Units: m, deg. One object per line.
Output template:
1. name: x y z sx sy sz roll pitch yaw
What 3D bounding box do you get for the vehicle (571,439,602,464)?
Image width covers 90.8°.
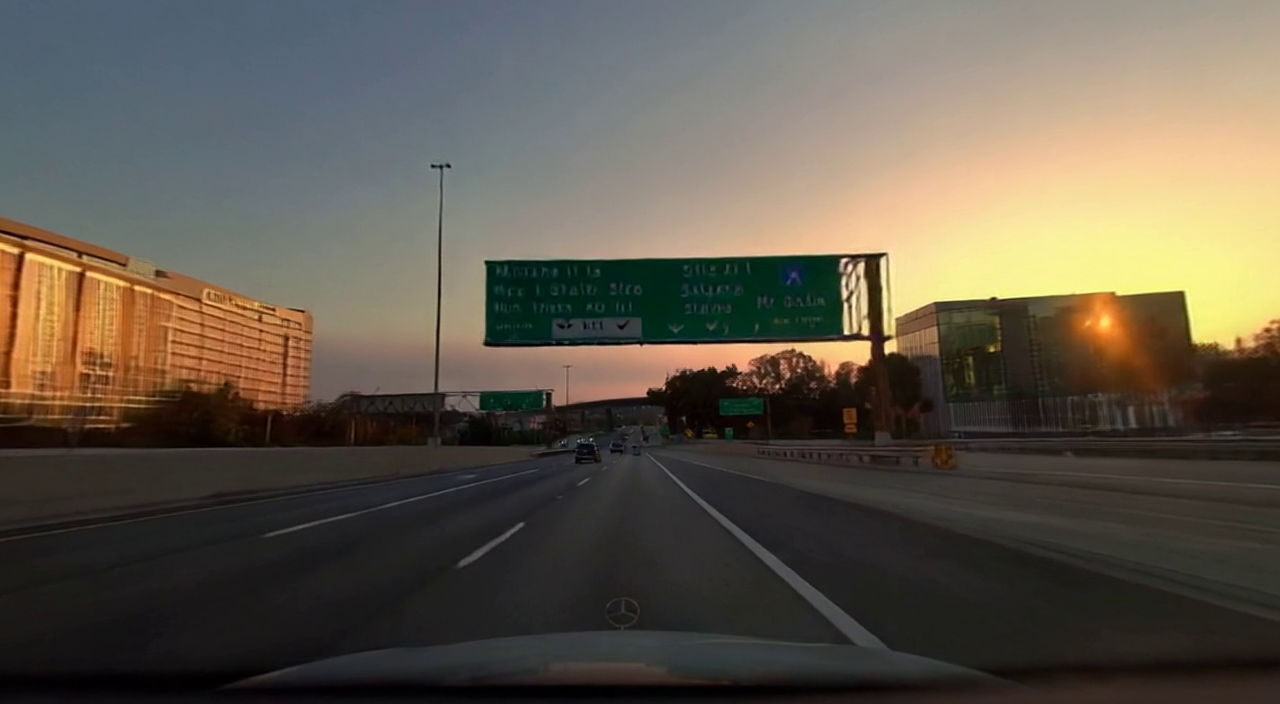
1. vehicle: -4.019 7.557 48.196 2.047 1.786 4.217 0 -8 -1
